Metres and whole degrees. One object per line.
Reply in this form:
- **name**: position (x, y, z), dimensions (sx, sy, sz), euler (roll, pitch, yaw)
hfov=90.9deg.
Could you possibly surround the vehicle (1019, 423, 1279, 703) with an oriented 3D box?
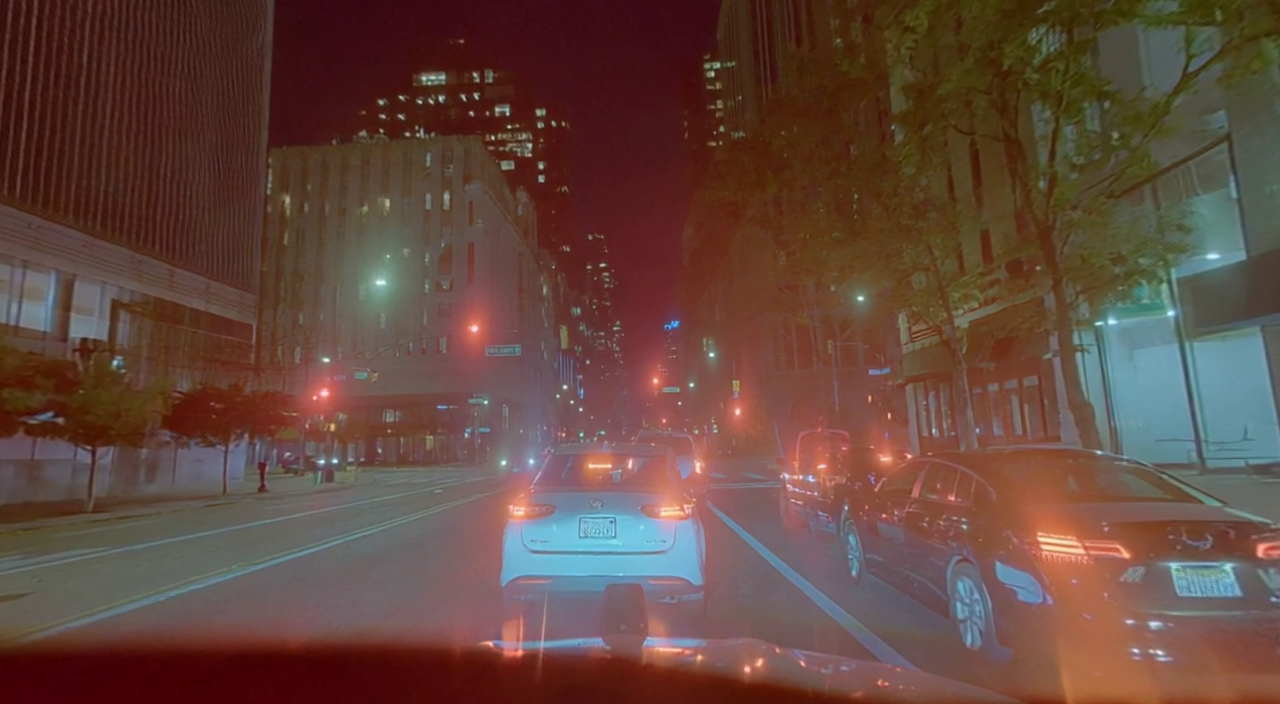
- **vehicle**: position (3.178, 0.830, 1.106), dimensions (2.006, 1.496, 4.767), euler (0, -9, -1)

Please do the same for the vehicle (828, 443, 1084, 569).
- **vehicle**: position (4.537, 2.214, 10.042), dimensions (1.912, 1.505, 4.618), euler (-1, -8, 4)

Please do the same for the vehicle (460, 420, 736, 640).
- **vehicle**: position (-0.283, 1.495, 6.238), dimensions (1.888, 1.489, 3.703), euler (0, -8, 0)
